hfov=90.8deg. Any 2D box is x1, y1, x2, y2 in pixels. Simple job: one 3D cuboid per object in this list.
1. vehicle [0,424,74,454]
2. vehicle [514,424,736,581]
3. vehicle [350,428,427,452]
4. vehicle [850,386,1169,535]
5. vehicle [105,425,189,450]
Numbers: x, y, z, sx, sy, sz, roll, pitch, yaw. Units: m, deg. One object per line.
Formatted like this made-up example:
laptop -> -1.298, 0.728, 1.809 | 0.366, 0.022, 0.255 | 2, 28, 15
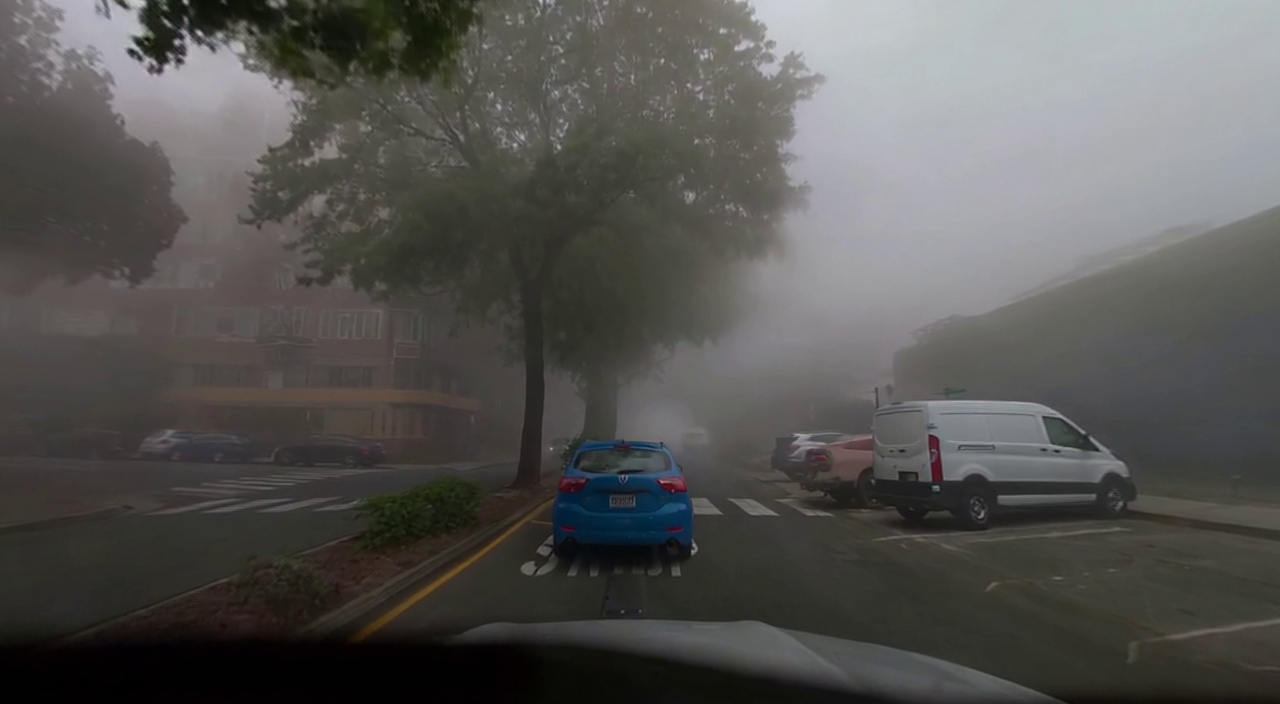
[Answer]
vehicle -> -31.842, 4.438, 32.097 | 4.168, 1.458, 1.904 | 0, -9, -2
vehicle -> -0.201, 1.744, 8.223 | 2.065, 1.450, 4.522 | 0, -9, -2
vehicle -> -18.449, 6.496, 46.512 | 4.892, 1.679, 1.927 | 1, -9, -6
vehicle -> 6.642, 1.887, 11.331 | 5.385, 2.146, 2.143 | 4, -9, -26
vehicle -> -31.830, 5.534, 40.852 | 3.915, 1.574, 1.850 | 0, -9, 3
